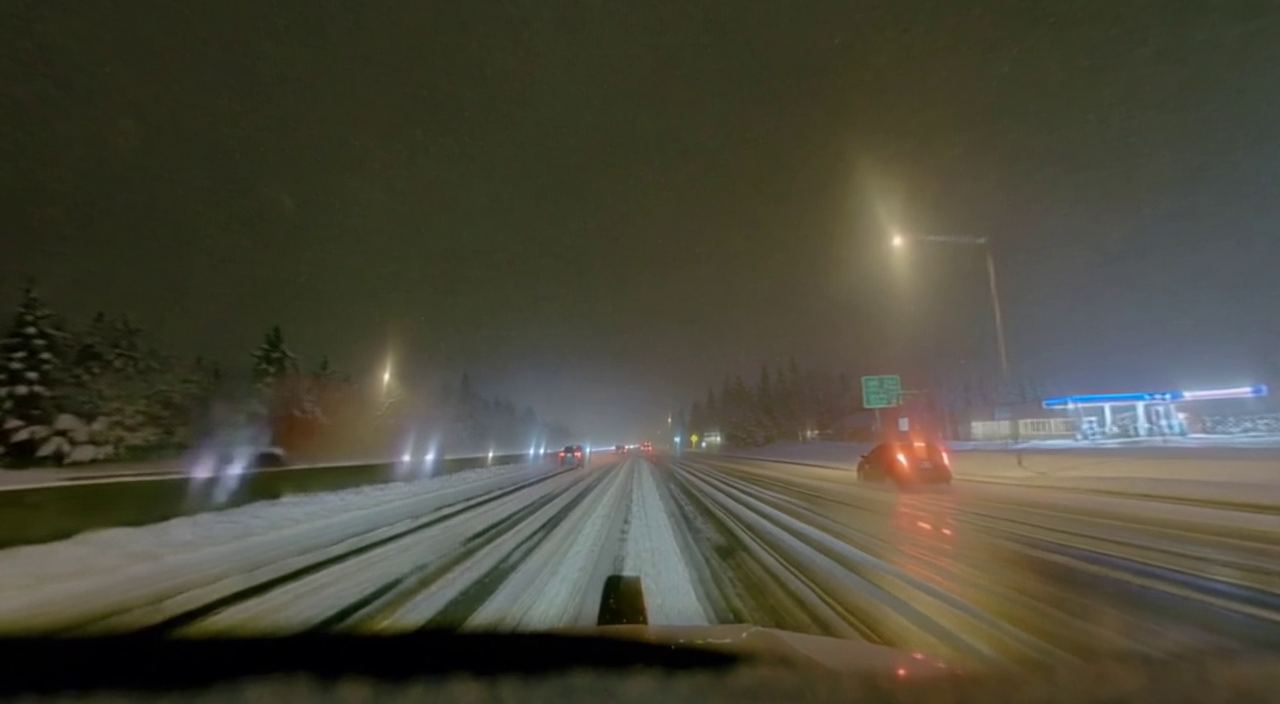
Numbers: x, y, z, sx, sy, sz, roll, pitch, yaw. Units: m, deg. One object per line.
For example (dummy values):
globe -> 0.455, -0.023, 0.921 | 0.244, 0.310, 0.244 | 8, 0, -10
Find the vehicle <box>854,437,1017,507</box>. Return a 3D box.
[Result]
vehicle -> 7.192, 2.949, 16.044 | 1.909, 1.467, 4.940 | -1, -9, 2

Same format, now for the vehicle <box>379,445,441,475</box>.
vehicle -> -14.245, 6.691, 39.406 | 2.034, 1.693, 4.838 | -1, -9, 1

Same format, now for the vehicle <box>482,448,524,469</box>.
vehicle -> -10.132, 7.889, 47.017 | 2.045, 1.466, 4.316 | -1, -9, 2

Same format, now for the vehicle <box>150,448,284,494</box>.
vehicle -> -17.914, 5.005, 27.111 | 1.982, 1.745, 5.335 | -1, -9, 1

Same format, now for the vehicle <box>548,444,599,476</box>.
vehicle -> -3.384, 5.580, 32.869 | 2.114, 1.510, 4.186 | -1, -9, 1
